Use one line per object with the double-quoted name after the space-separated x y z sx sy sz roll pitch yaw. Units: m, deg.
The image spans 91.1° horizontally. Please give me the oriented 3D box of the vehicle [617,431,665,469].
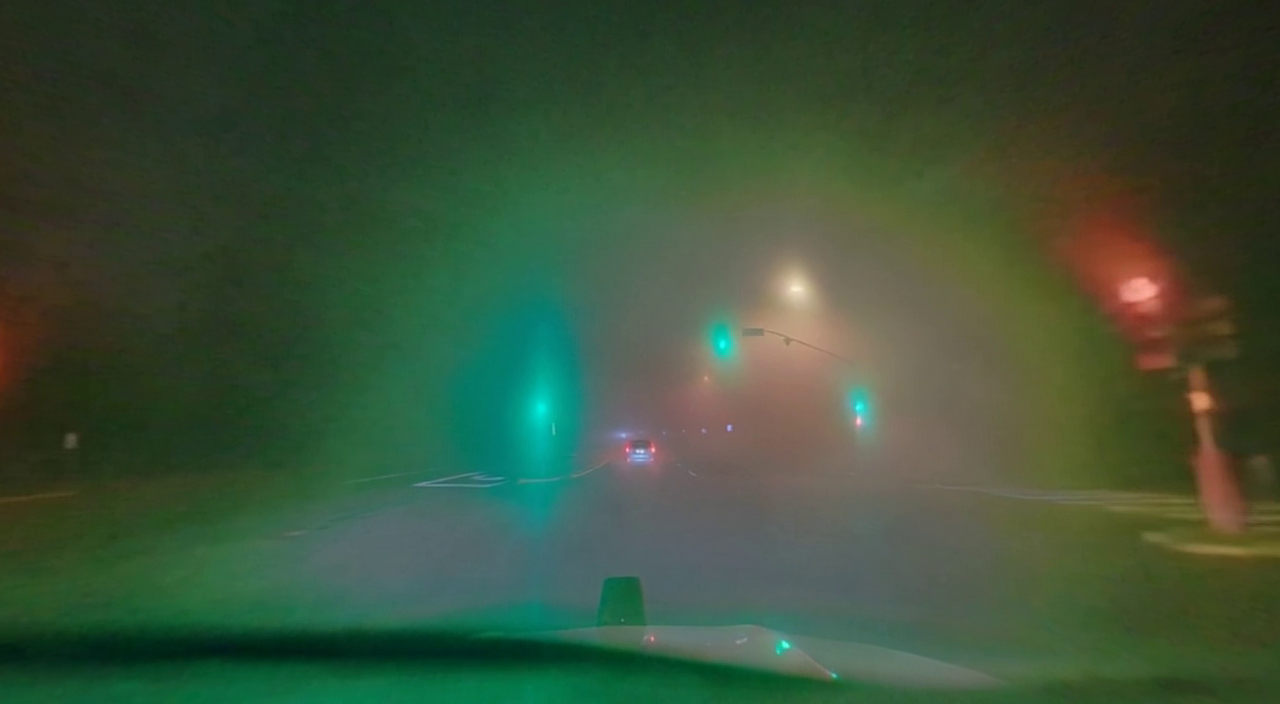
0.050 4.902 31.554 2.256 1.734 4.176 0 -8 0 "vehicle"
